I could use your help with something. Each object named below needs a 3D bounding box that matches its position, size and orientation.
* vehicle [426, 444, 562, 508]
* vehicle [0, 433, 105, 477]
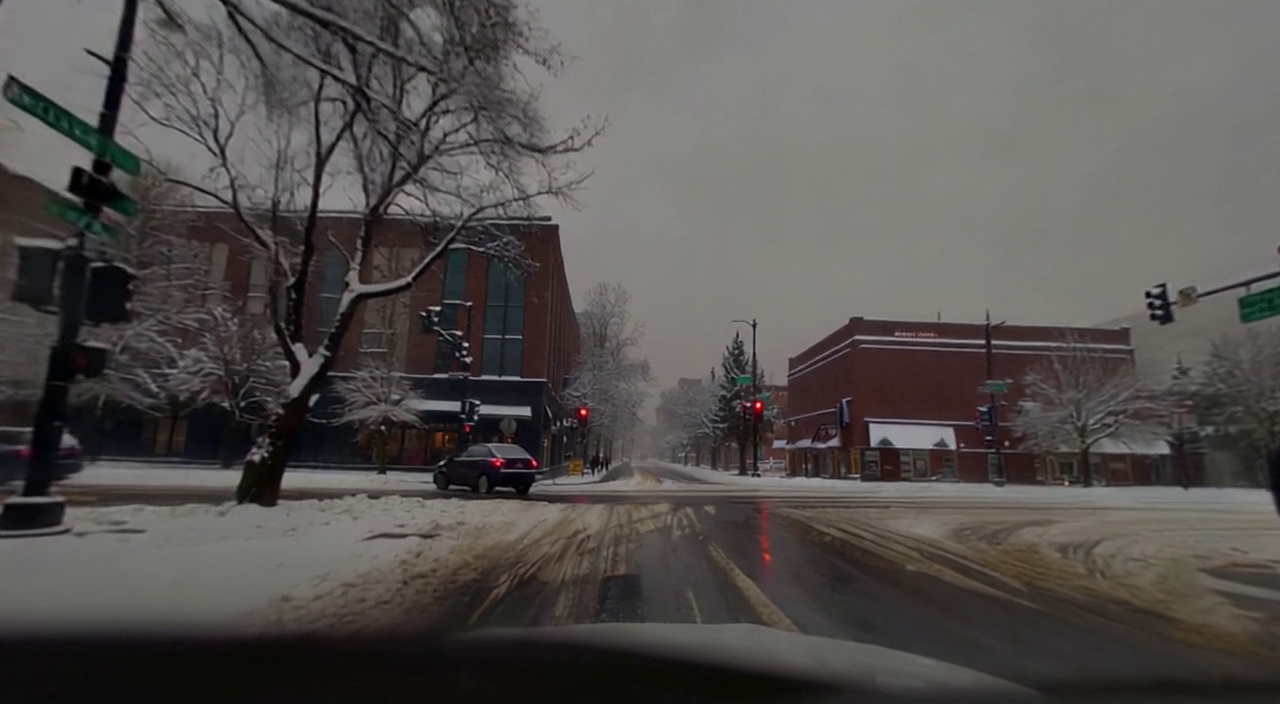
[{"bbox_3d":[-4.122,3.273,17.304,2.106,1.482,4.459,5,-10,-34],"label":"vehicle"},{"bbox_3d":[-22.246,3.646,22.438,4.627,1.468,1.871,0,-8,-2],"label":"vehicle"}]
